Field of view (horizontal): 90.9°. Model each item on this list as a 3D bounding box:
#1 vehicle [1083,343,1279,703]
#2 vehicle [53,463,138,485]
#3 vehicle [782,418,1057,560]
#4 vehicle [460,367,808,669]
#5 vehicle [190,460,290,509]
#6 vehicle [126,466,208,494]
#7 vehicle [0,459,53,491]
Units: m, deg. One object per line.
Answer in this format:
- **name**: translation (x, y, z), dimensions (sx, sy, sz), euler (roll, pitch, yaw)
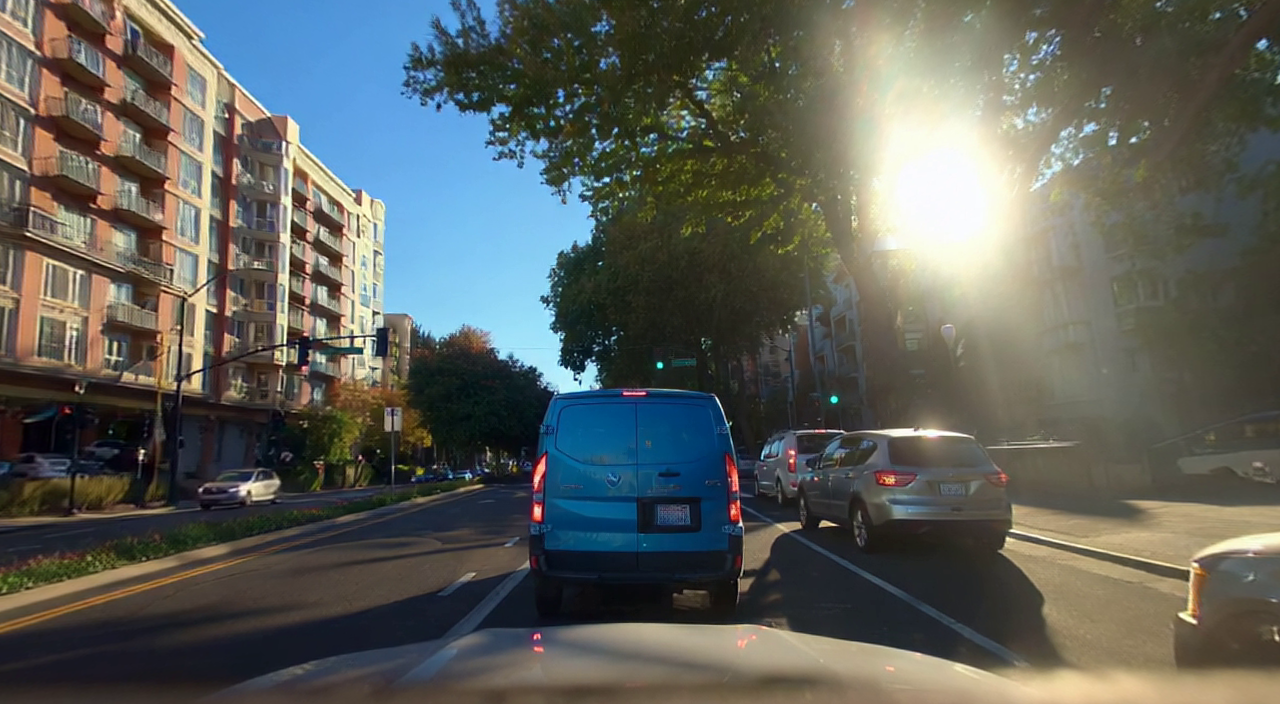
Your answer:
- **vehicle**: translation (3.805, 0.695, 1.742), dimensions (2.157, 1.748, 4.130), euler (0, -9, 1)
- **vehicle**: translation (-38.483, 8.633, 44.619), dimensions (4.396, 1.458, 1.809), euler (-1, -9, 2)
- **vehicle**: translation (3.917, 2.004, 10.020), dimensions (2.061, 1.676, 4.734), euler (0, -9, -2)
- **vehicle**: translation (-0.032, 1.323, 6.043), dimensions (2.101, 1.828, 4.270), euler (0, -9, 0)
- **vehicle**: translation (-14.397, 4.745, 23.003), dimensions (1.852, 1.485, 4.428), euler (2, -9, -16)
- **vehicle**: translation (-33.322, 9.056, 44.507), dimensions (4.292, 1.492, 1.772), euler (-6, -14, -1)
- **vehicle**: translation (-35.493, 6.845, 35.135), dimensions (3.843, 1.680, 1.782), euler (-1, -9, 4)
